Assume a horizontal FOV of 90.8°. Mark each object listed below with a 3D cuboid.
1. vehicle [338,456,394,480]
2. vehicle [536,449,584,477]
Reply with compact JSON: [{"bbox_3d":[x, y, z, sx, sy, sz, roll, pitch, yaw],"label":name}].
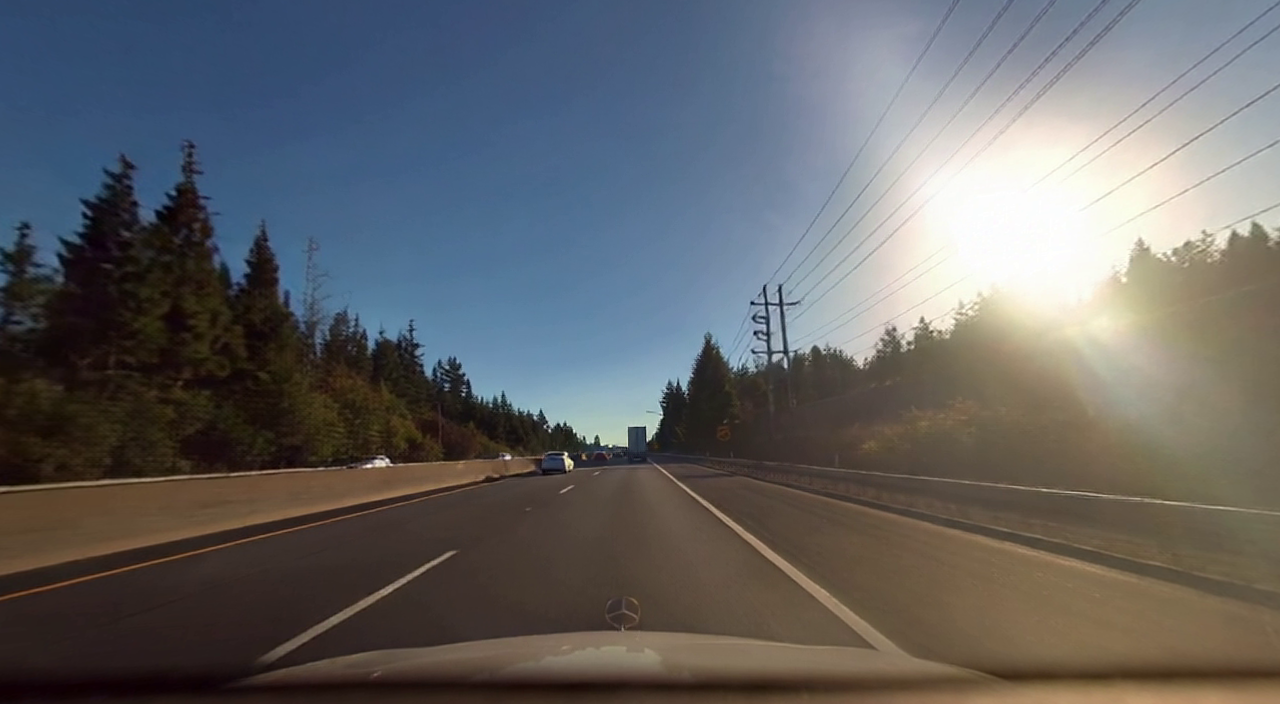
[{"bbox_3d":[-18.102,7.649,41.826,1.830,1.469,4.110,0,-9,0],"label":"vehicle"},{"bbox_3d":[-4.429,6.215,35.533,2.106,1.445,4.404,0,-9,0],"label":"vehicle"}]
